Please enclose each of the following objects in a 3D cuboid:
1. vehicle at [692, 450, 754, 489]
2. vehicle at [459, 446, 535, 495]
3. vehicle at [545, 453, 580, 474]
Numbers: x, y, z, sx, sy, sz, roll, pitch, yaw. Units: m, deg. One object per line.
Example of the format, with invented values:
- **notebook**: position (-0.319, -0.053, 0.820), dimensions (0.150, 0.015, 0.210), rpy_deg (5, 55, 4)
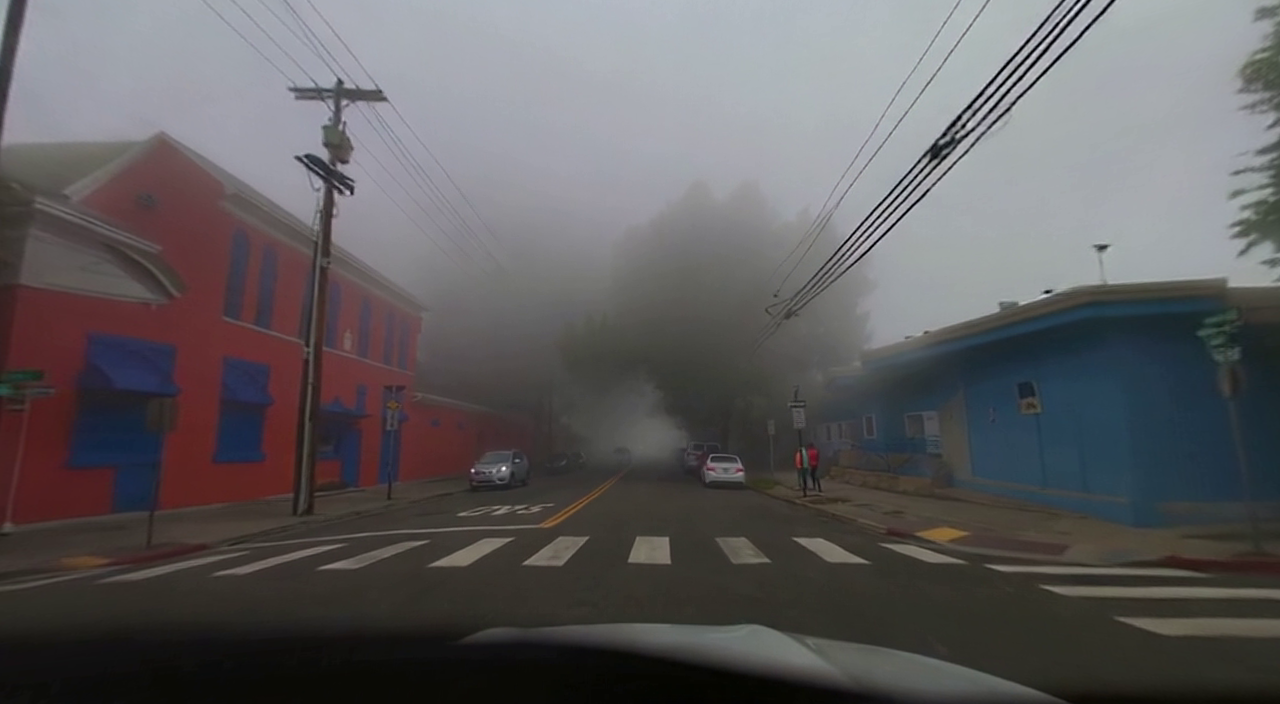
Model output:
- **vehicle**: position (3.361, 4.848, 26.531), dimensions (1.966, 1.471, 4.552), rpy_deg (0, -9, 0)
- **vehicle**: position (-6.103, 5.051, 27.482), dimensions (2.140, 1.746, 4.385), rpy_deg (-4, -8, 2)
- **vehicle**: position (-5.750, 8.298, 47.212), dimensions (1.844, 1.486, 4.474), rpy_deg (0, -9, 2)
